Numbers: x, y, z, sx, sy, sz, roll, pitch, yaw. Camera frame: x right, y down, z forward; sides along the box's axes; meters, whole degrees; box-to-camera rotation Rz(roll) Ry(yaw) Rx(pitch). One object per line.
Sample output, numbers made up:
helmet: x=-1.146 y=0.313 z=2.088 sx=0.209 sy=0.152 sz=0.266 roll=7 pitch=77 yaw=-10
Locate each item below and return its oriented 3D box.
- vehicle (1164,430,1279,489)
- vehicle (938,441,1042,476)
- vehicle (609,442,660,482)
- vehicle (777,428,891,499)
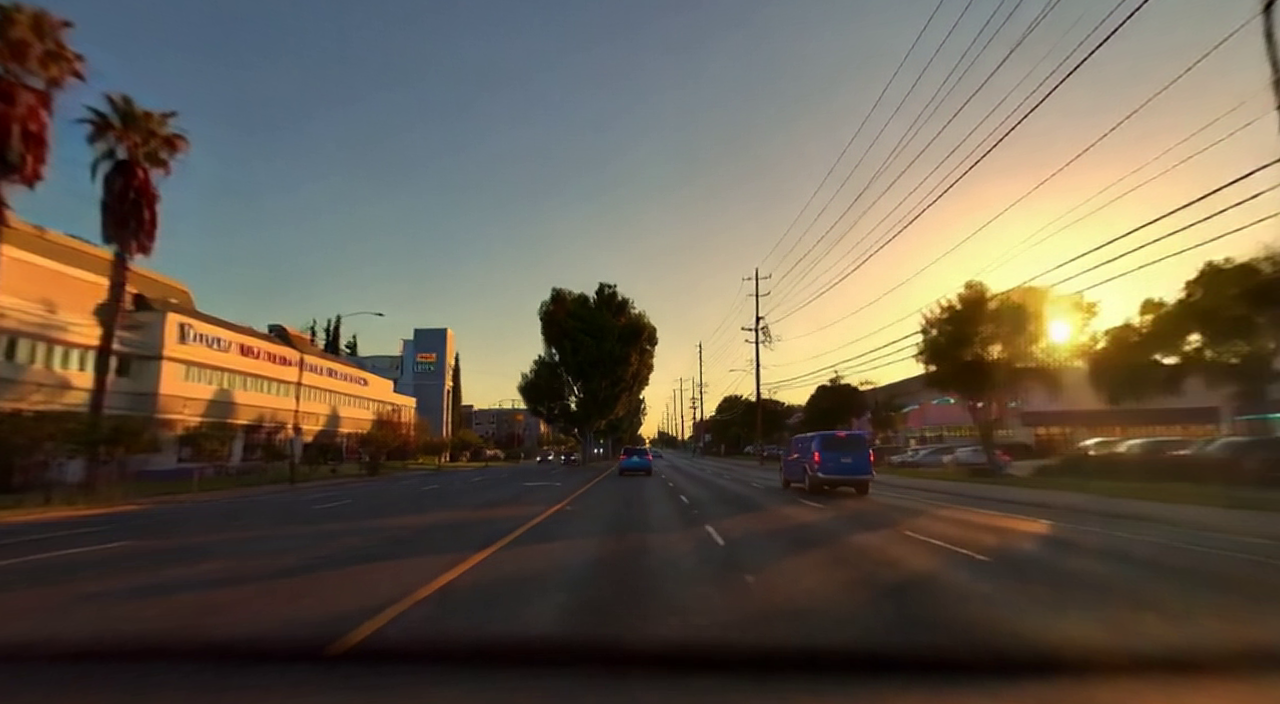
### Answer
vehicle: x=18.115 y=3.060 z=18.091 sx=4.075 sy=1.575 sz=2.171 roll=-1 pitch=-9 yaw=1
vehicle: x=17.718 y=5.398 z=32.026 sx=4.008 sy=1.432 sz=1.913 roll=-4 pitch=-9 yaw=0
vehicle: x=-0.242 y=4.957 z=28.673 sx=2.138 sy=1.672 sz=4.168 roll=0 pitch=-9 yaw=0
vehicle: x=5.868 y=3.427 z=19.691 sx=2.107 sy=1.928 sz=4.471 roll=0 pitch=-9 yaw=0
